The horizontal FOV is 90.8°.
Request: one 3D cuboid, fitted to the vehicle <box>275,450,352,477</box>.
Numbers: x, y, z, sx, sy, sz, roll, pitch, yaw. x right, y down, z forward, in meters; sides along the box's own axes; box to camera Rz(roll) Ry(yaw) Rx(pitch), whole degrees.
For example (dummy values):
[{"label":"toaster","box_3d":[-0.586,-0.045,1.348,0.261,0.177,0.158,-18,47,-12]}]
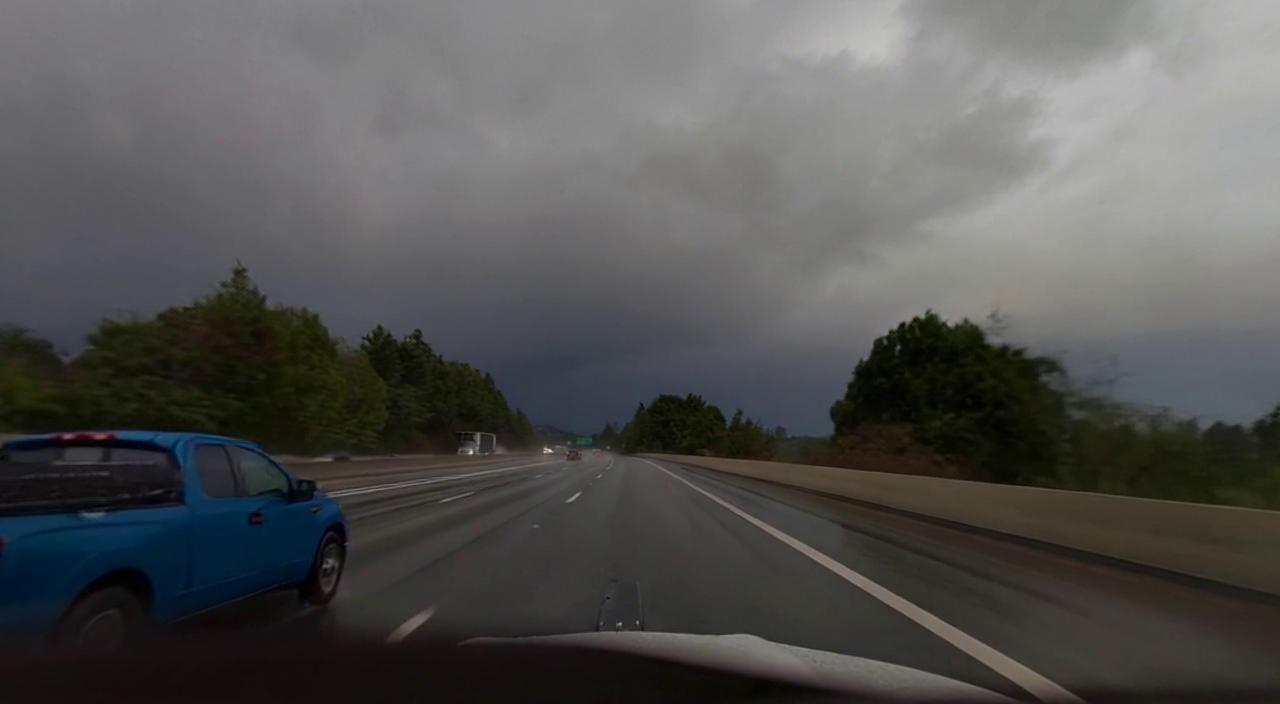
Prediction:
[{"label":"vehicle","box_3d":[-22.377,7.626,43.572,2.447,1.711,5.585,0,-9,-1]}]
